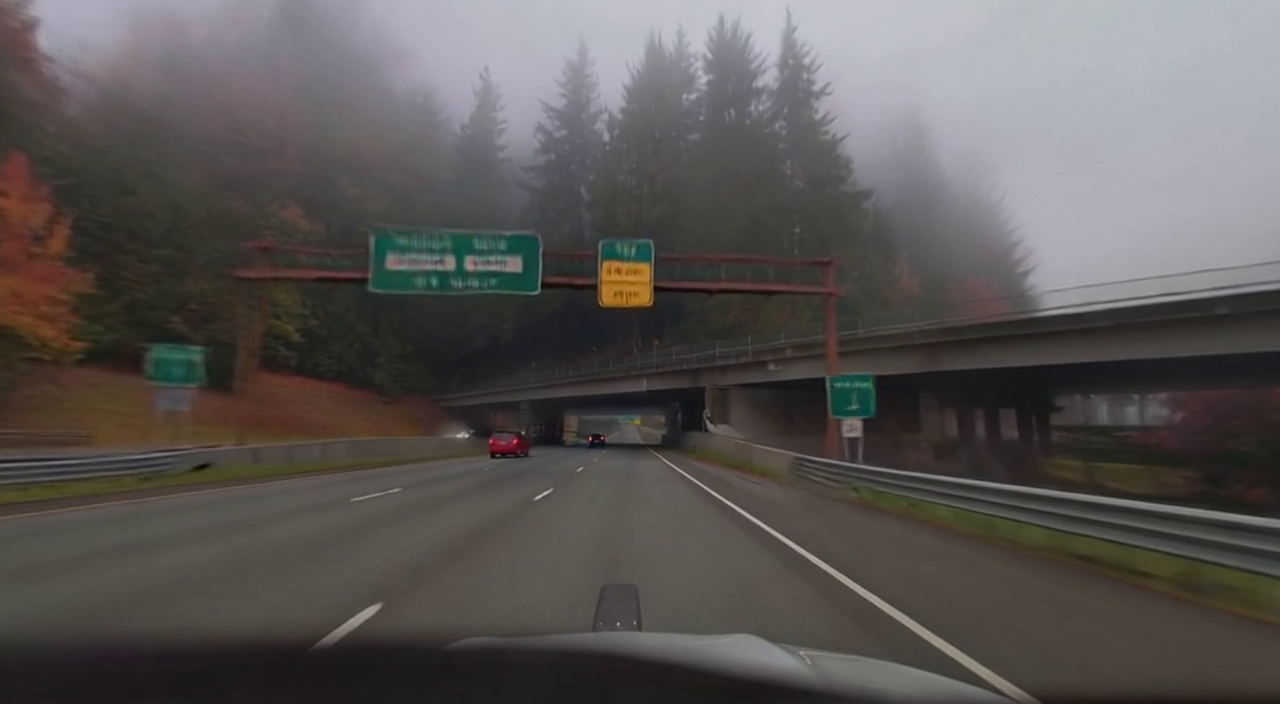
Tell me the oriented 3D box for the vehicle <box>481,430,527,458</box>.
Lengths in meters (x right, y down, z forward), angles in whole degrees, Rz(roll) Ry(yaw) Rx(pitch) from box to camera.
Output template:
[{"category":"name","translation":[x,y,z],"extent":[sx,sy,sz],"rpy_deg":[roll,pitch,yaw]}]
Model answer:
[{"category":"vehicle","translation":[-8.584,5.812,40.066],"extent":[1.987,1.677,4.580],"rpy_deg":[0,-8,0]}]
